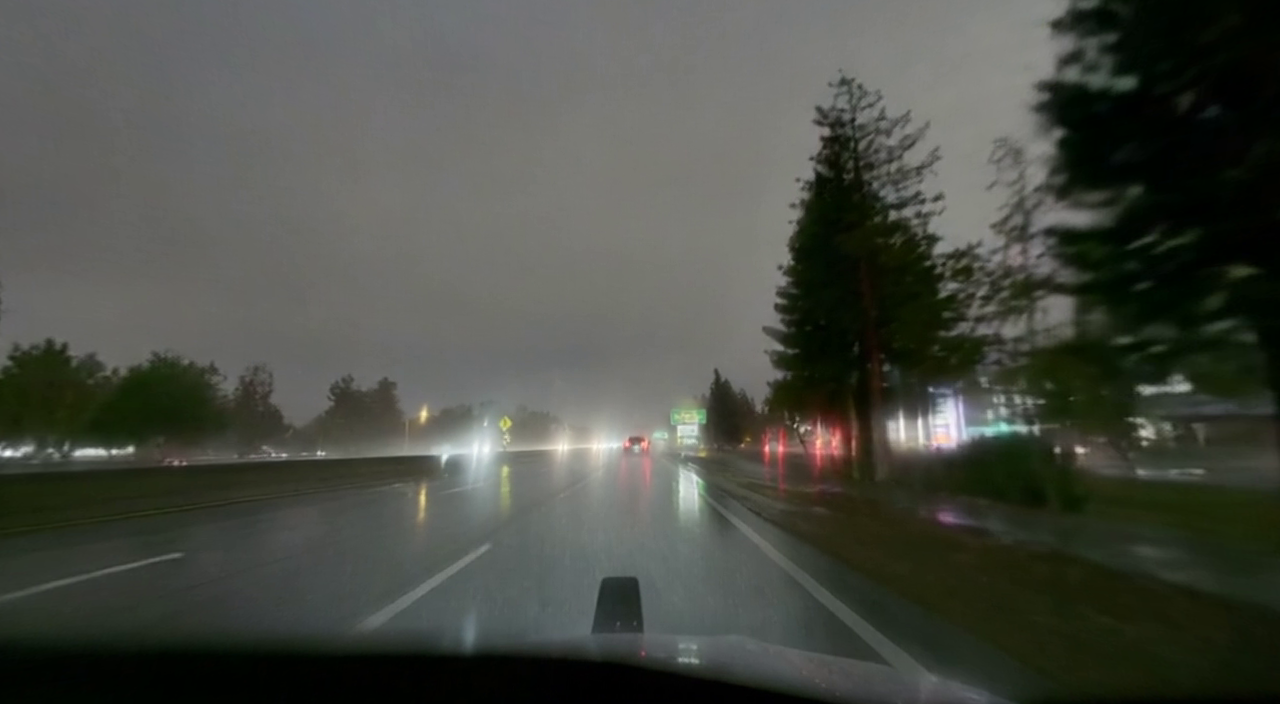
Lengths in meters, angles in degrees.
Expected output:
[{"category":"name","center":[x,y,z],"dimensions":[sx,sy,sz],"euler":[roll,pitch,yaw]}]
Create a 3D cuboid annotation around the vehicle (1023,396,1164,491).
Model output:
[{"category":"vehicle","center":[14.821,3.005,20.865],"dimensions":[2.312,2.875,2.697],"euler":[0,-8,-6]}]
